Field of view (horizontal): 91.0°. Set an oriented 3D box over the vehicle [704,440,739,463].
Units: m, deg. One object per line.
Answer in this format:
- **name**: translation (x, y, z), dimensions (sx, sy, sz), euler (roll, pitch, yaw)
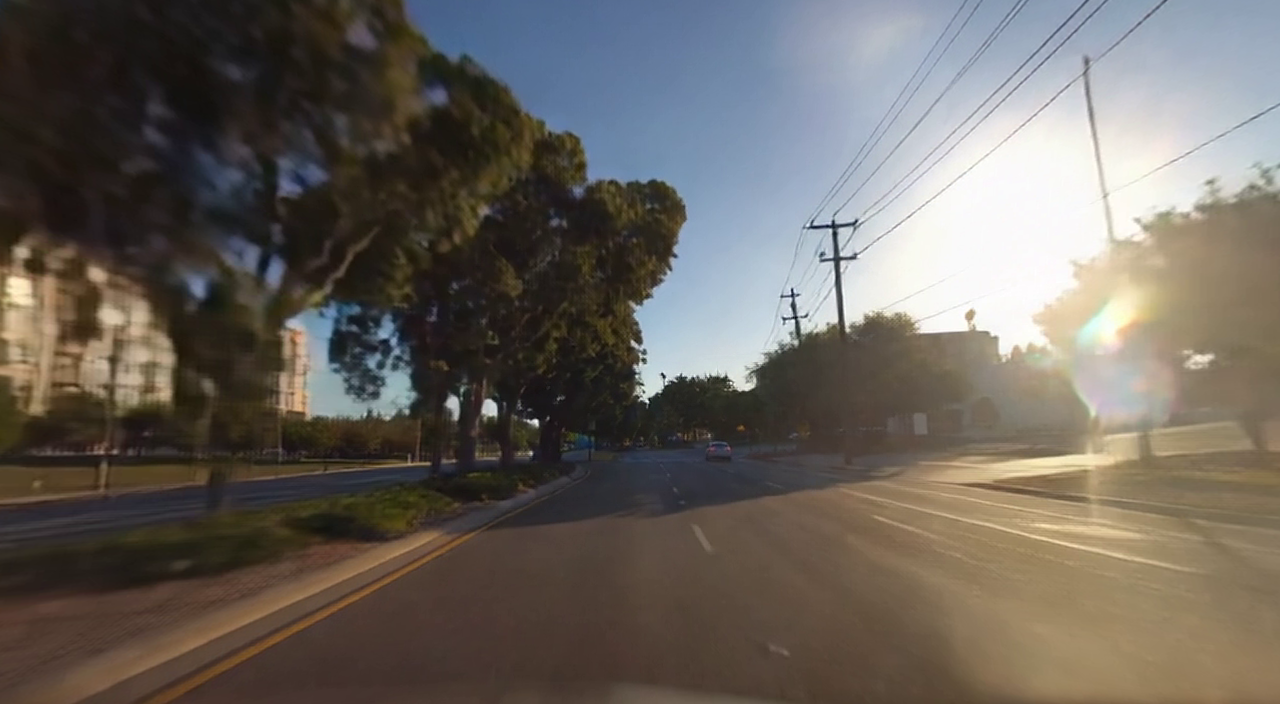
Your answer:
- **vehicle**: translation (5.704, 7.001, 44.344), dimensions (1.908, 1.476, 3.880), euler (0, -9, 0)
